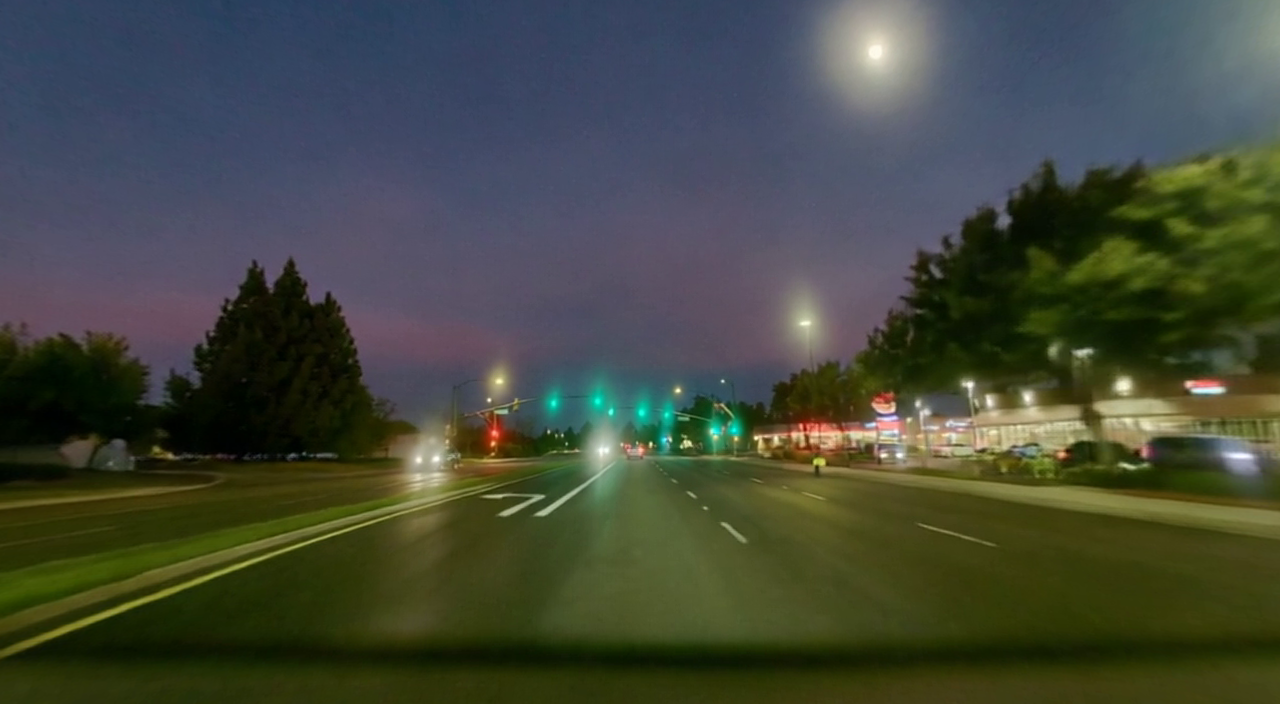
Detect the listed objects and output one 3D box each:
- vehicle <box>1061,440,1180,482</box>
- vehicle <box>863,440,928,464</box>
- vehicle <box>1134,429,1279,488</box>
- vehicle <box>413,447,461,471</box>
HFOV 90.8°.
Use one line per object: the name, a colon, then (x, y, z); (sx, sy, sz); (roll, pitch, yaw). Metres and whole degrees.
vehicle: (19.633, 4.401, 25.772); (4.632, 1.567, 1.960); (5, -10, -28)
vehicle: (19.217, 7.487, 47.408); (4.717, 1.714, 1.985); (5, -10, -30)
vehicle: (20.416, 3.752, 22.449); (5.072, 1.887, 2.189); (4, -10, -24)
vehicle: (-15.830, 8.371, 49.571); (2.102, 1.800, 4.849); (0, -9, 0)
